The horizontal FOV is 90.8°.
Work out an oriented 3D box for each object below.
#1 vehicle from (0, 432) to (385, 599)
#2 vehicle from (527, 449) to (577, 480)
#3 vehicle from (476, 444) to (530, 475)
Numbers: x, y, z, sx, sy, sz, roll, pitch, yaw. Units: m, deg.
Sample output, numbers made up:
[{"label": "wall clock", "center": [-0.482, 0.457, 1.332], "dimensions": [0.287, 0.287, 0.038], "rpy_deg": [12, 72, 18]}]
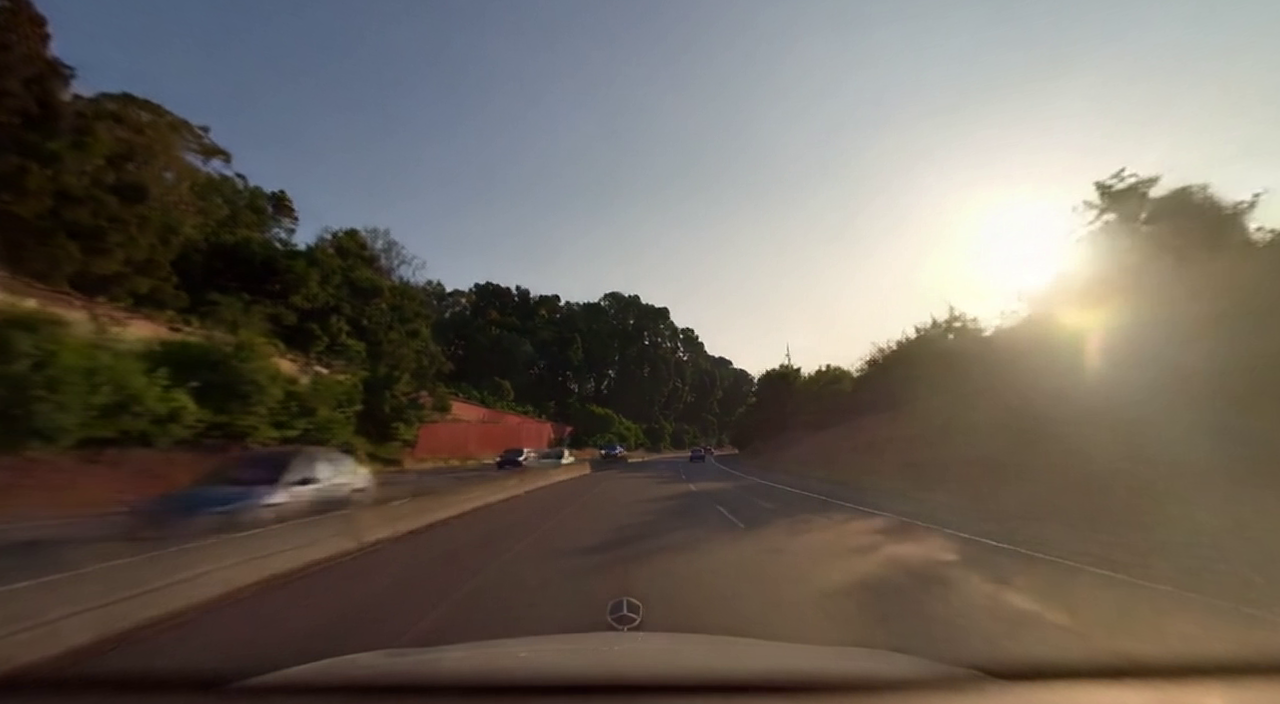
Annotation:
[{"label": "vehicle", "center": [-5.391, 1.856, 8.256], "dimensions": [2.058, 1.501, 4.749], "rpy_deg": [0, -8, 1]}, {"label": "vehicle", "center": [-4.633, 5.991, 33.953], "dimensions": [1.918, 1.473, 4.462], "rpy_deg": [0, -8, 1]}, {"label": "vehicle", "center": [-8.335, 6.562, 38.897], "dimensions": [2.154, 1.715, 4.579], "rpy_deg": [0, -8, 2]}]
